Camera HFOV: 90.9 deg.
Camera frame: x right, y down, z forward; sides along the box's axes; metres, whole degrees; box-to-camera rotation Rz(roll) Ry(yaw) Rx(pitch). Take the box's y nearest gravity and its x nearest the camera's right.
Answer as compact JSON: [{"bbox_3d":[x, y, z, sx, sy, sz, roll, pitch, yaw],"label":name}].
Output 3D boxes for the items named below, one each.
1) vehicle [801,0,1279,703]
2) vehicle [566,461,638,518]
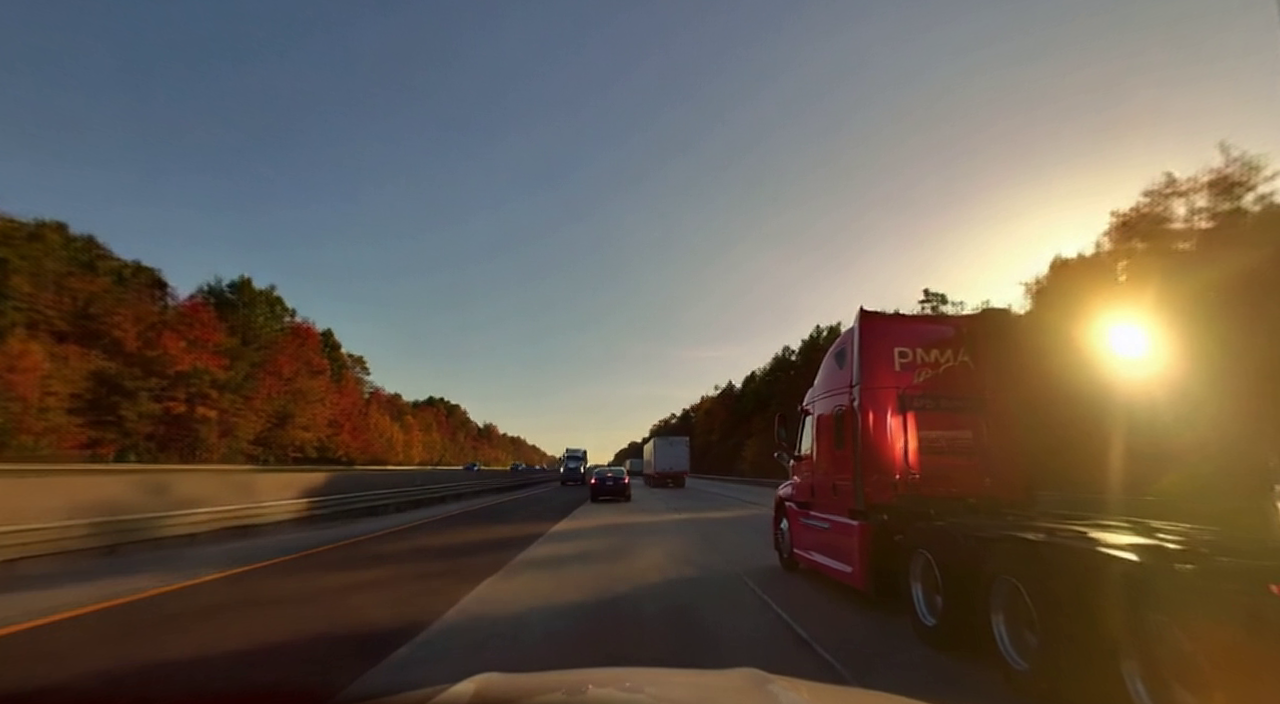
[{"bbox_3d":[3.970,-0.041,2.322,2.856,4.040,14.009,1,-10,-1],"label":"vehicle"},{"bbox_3d":[-1.120,4.372,20.421,2.010,1.580,4.949,1,-10,-1],"label":"vehicle"}]
